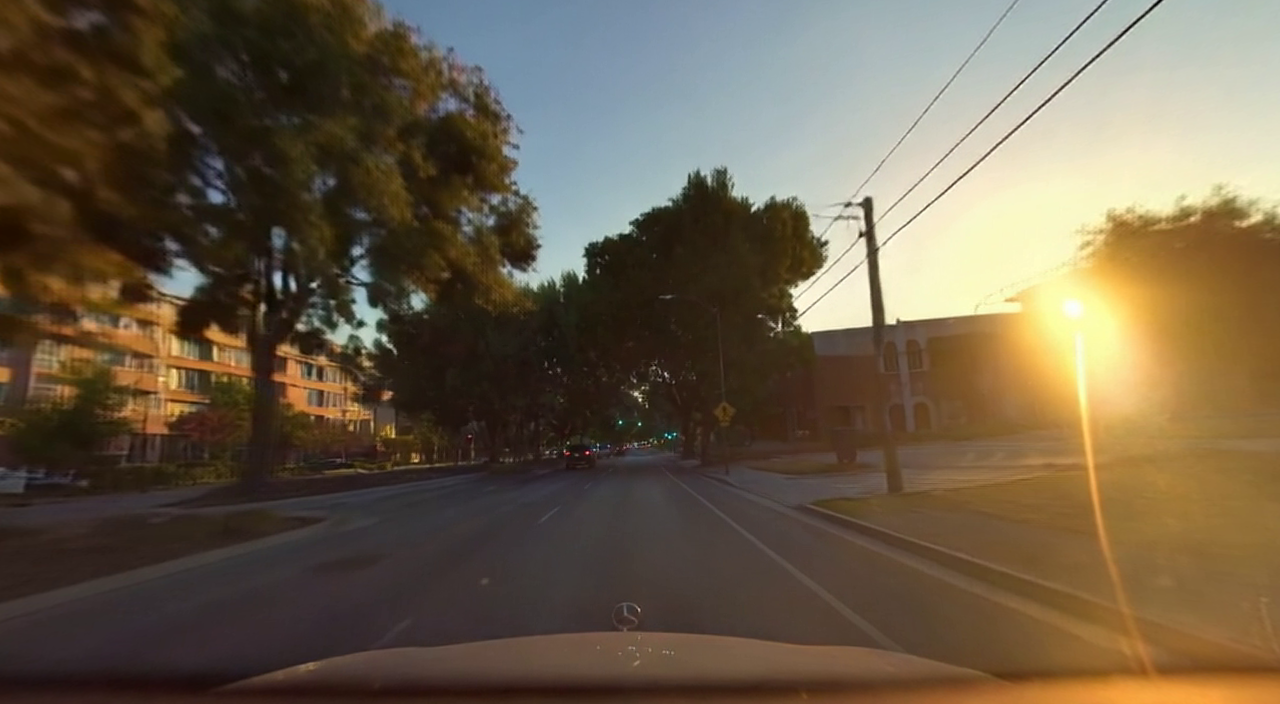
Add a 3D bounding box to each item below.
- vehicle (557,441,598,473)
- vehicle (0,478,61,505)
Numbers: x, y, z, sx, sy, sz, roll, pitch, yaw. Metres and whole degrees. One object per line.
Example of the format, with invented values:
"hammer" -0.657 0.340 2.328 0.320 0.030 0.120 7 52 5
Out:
"vehicle" -3.563 6.072 36.718 1.959 1.741 4.141 0 -8 1
"vehicle" -37.114 8.156 36.984 4.309 1.440 2.070 0 -9 1
